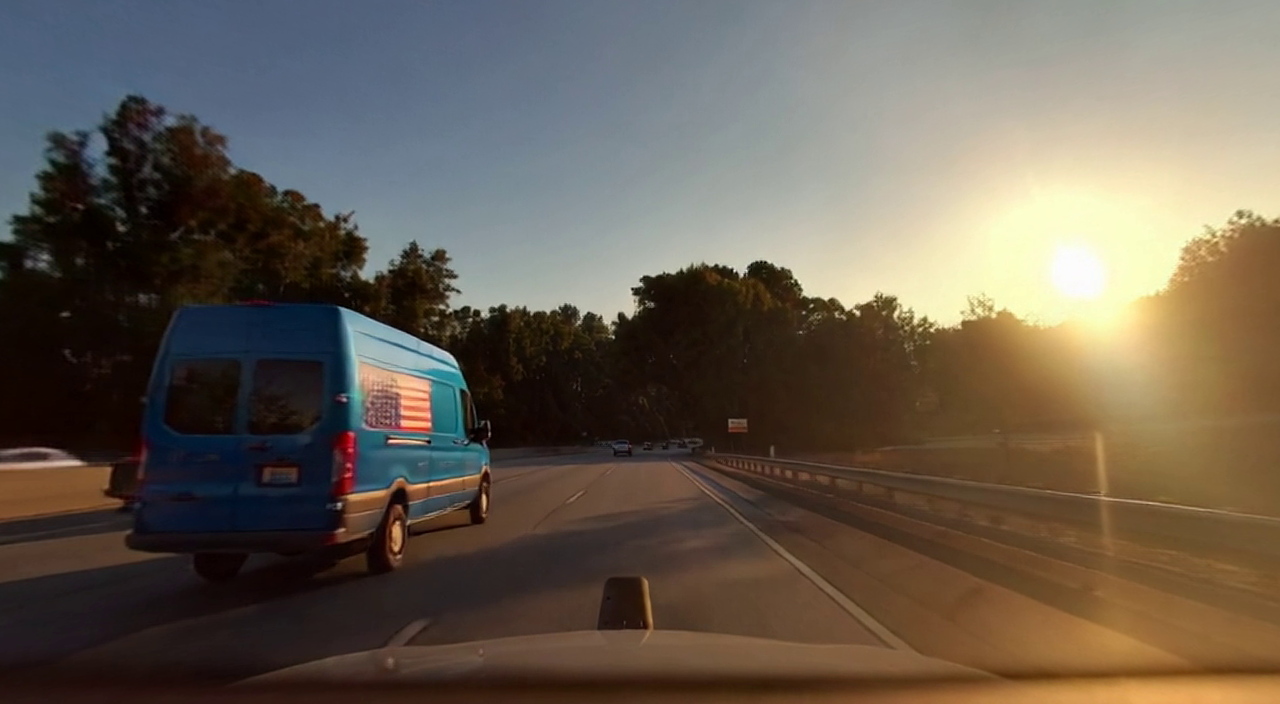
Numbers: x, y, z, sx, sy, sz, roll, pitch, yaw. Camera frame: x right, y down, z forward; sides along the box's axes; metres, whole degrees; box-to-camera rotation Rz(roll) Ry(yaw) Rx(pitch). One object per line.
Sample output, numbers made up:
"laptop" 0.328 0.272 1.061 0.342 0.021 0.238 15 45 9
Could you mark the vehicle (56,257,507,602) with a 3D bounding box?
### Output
"vehicle" -3.558 1.014 8.126 2.319 2.883 5.632 0 -8 1
